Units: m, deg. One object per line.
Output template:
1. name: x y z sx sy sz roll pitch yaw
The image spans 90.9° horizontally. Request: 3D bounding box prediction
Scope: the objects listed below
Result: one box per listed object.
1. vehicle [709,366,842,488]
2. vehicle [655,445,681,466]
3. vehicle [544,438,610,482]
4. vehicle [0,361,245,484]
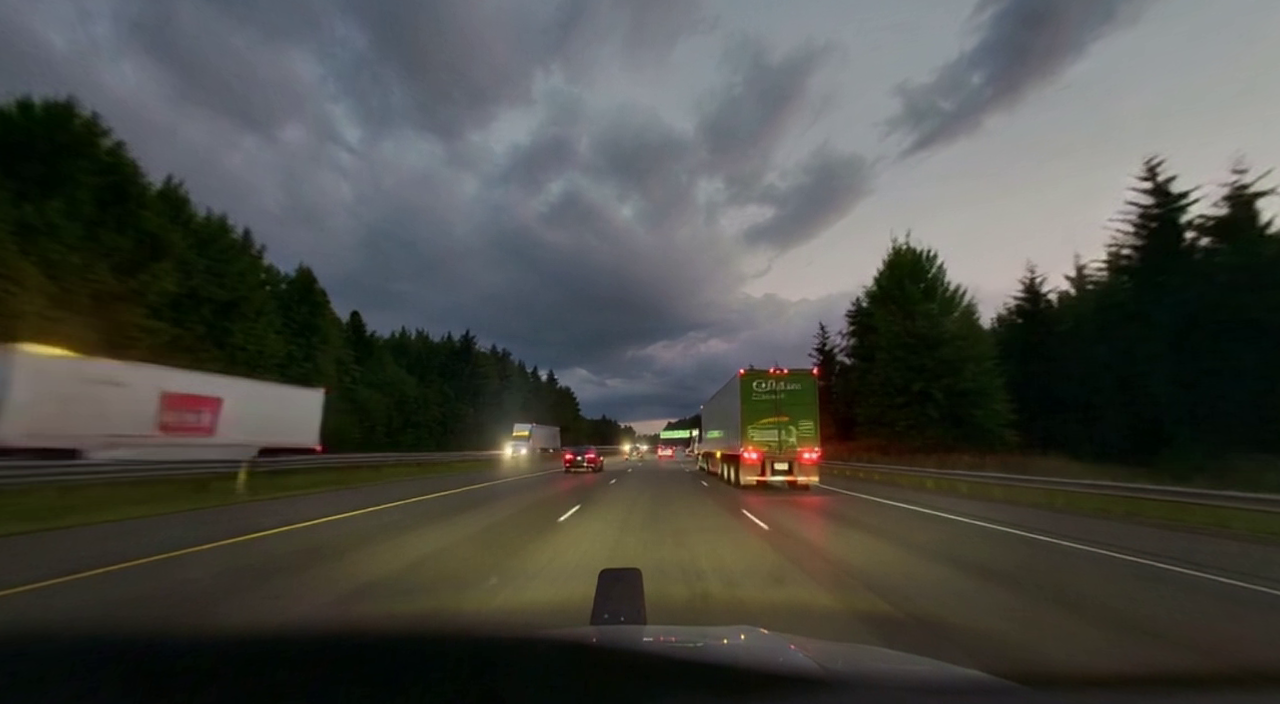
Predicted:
1. vehicle: 5.189 3.505 27.652 3.057 3.993 13.914 0 -9 1
2. vehicle: 2.196 8.044 49.090 1.990 1.537 3.725 -1 -9 3
3. vehicle: -2.590 4.605 27.034 2.205 1.728 4.397 0 -9 2
4. vehicle: -20.402 2.698 22.526 3.238 3.588 13.782 0 -9 2
